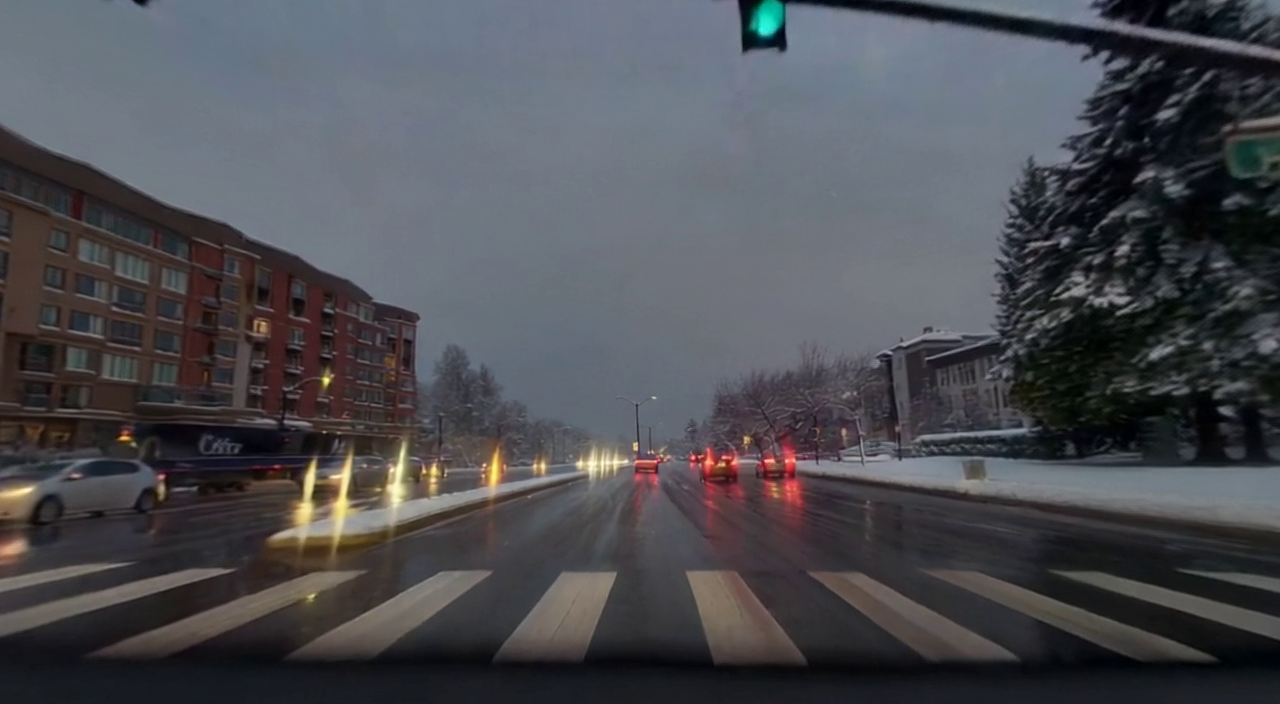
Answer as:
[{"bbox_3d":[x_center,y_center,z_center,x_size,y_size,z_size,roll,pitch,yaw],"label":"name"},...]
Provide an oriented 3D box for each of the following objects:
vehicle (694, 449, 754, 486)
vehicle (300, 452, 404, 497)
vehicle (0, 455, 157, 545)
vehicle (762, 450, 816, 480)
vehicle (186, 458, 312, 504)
[{"bbox_3d":[3.599,5.047,27.949,2.020,1.479,4.650,0,-9,0],"label":"vehicle"},{"bbox_3d":[-11.391,4.838,25.380,1.919,1.602,4.346,-1,-9,3],"label":"vehicle"},{"bbox_3d":[-11.893,2.741,12.023,2.026,1.478,4.086,-1,-9,3],"label":"vehicle"},{"bbox_3d":[8.032,6.108,34.402,1.932,1.439,4.159,0,-9,0],"label":"vehicle"},{"bbox_3d":[-14.859,4.896,24.349,1.918,1.485,4.412,-1,-9,2],"label":"vehicle"}]
